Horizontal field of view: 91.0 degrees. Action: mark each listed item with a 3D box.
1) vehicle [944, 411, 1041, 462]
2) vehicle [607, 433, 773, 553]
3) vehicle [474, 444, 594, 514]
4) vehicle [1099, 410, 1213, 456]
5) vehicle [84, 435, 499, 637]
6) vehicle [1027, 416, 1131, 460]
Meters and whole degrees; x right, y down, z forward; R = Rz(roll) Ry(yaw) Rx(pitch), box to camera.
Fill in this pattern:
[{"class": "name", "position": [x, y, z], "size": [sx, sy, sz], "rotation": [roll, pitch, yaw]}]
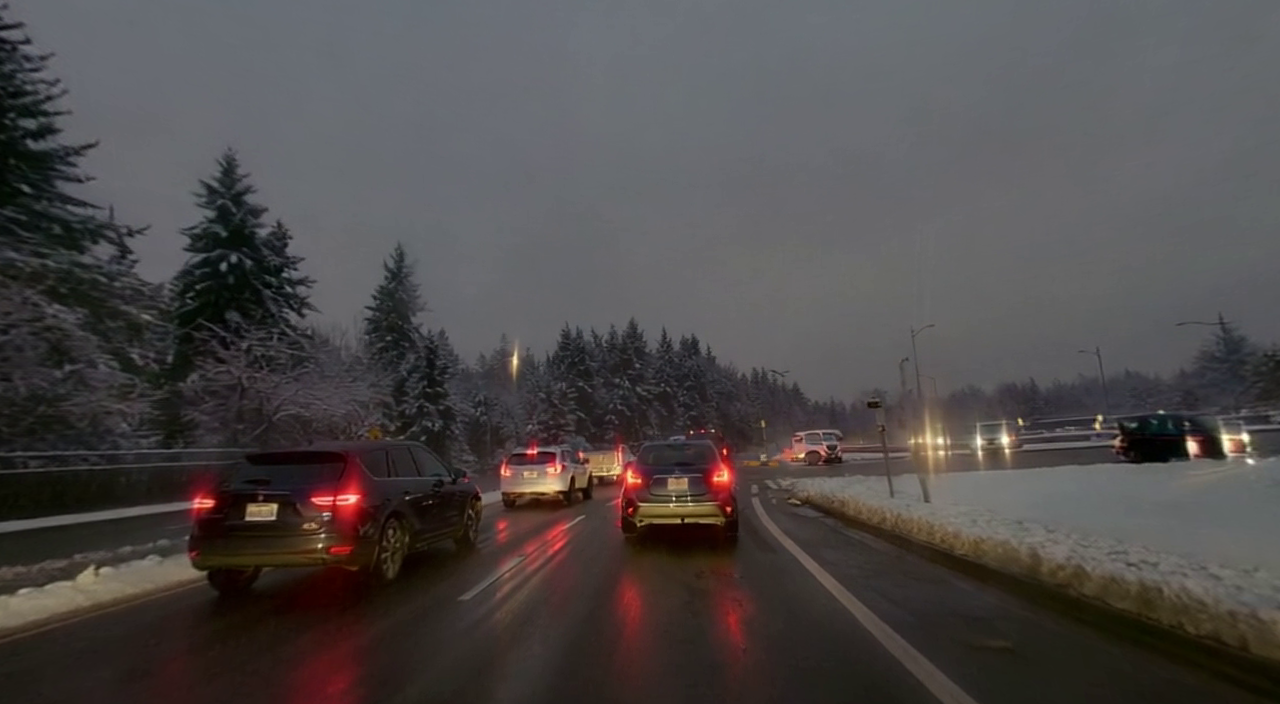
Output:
[{"class": "vehicle", "position": [14.700, 3.610, 26.606], "size": [2.288, 1.933, 4.612], "rotation": [-2, -9, 13]}, {"class": "vehicle", "position": [0.768, 2.147, 10.309], "size": [2.142, 1.528, 4.133], "rotation": [-1, -9, 4]}, {"class": "vehicle", "position": [-2.464, 3.066, 15.798], "size": [1.870, 1.490, 4.187], "rotation": [-1, -9, 6]}, {"class": "vehicle", "position": [20.697, 3.298, 25.489], "size": [1.902, 1.529, 3.937], "rotation": [-7, -9, 13]}, {"class": "vehicle", "position": [-3.162, 1.724, 6.980], "size": [1.940, 1.502, 4.241], "rotation": [-1, -9, 4]}, {"class": "vehicle", "position": [18.090, 3.585, 26.188], "size": [1.803, 1.518, 3.893], "rotation": [-6, -9, 8]}]
